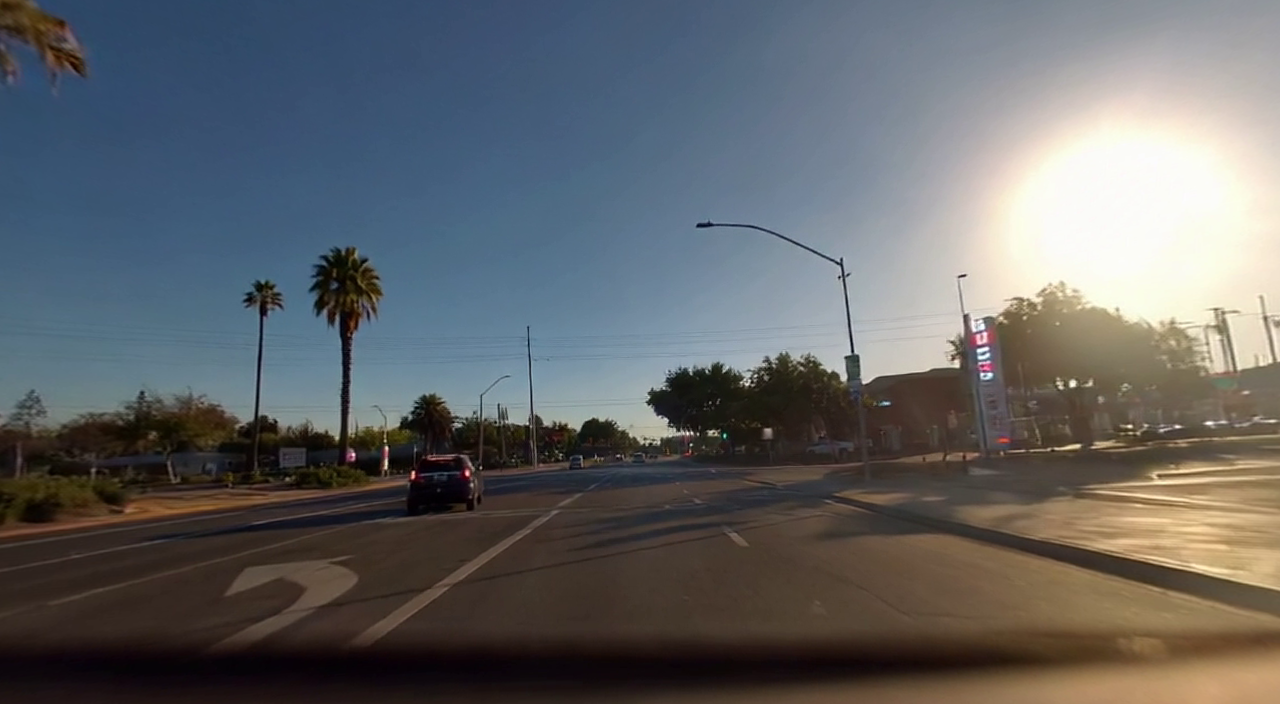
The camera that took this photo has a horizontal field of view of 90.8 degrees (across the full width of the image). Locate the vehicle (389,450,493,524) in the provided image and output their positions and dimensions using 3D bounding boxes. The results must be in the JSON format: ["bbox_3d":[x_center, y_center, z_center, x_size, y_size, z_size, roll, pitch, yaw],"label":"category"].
[{"bbox_3d":[-4.998,3.234,15.875,2.073,1.525,4.809,3,-9,-18],"label":"vehicle"}]

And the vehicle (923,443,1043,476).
[{"bbox_3d":[16.279,5.107,30.168,4.549,1.492,1.981,-1,-9,3],"label":"vehicle"}]
